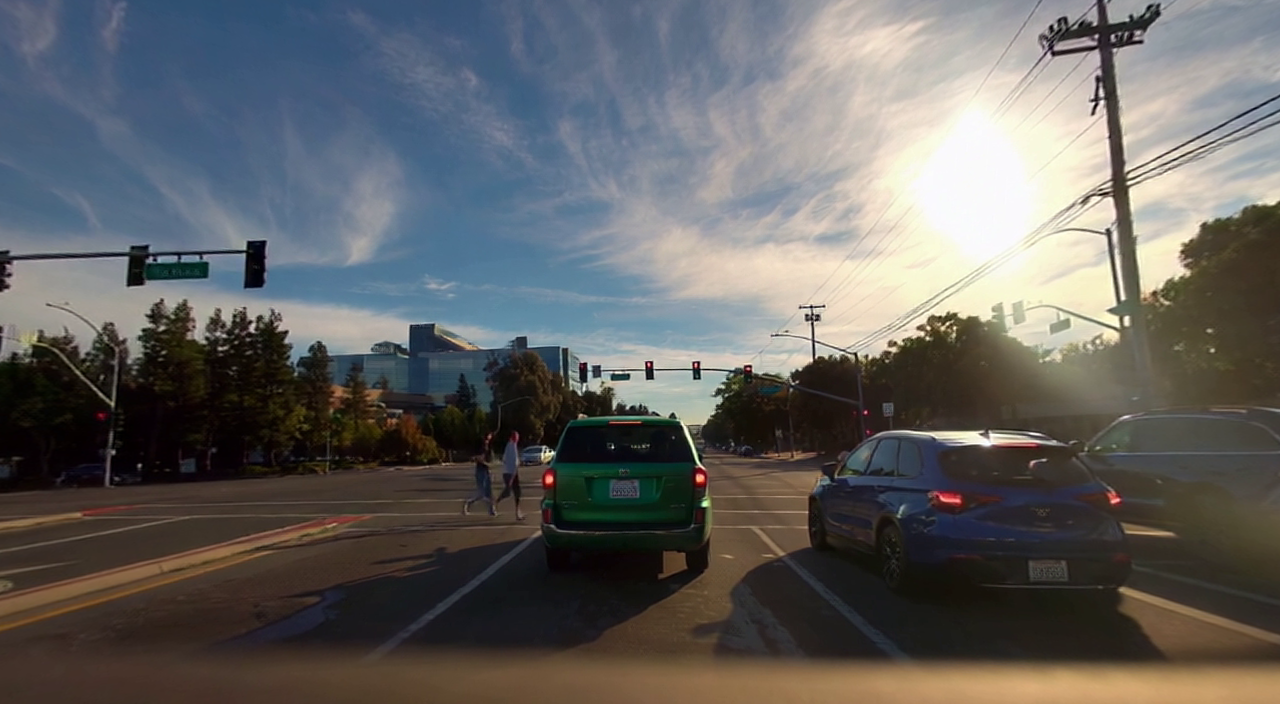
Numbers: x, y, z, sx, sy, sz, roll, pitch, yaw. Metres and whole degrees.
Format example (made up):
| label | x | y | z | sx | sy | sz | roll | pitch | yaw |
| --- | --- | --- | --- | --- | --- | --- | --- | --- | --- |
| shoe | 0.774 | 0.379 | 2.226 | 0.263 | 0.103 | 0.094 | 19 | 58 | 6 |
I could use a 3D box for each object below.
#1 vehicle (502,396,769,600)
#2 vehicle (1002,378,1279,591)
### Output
| label | x | y | z | sx | sy | sz | roll | pitch | yaw |
| --- | --- | --- | --- | --- | --- | --- | --- | --- | --- |
| vehicle | -0.065 | 1.571 | 7.623 | 2.285 | 1.729 | 4.252 | 0 | -9 | -1 |
| vehicle | 6.621 | 1.399 | 7.191 | 2.119 | 1.827 | 4.806 | 0 | -9 | 0 |
